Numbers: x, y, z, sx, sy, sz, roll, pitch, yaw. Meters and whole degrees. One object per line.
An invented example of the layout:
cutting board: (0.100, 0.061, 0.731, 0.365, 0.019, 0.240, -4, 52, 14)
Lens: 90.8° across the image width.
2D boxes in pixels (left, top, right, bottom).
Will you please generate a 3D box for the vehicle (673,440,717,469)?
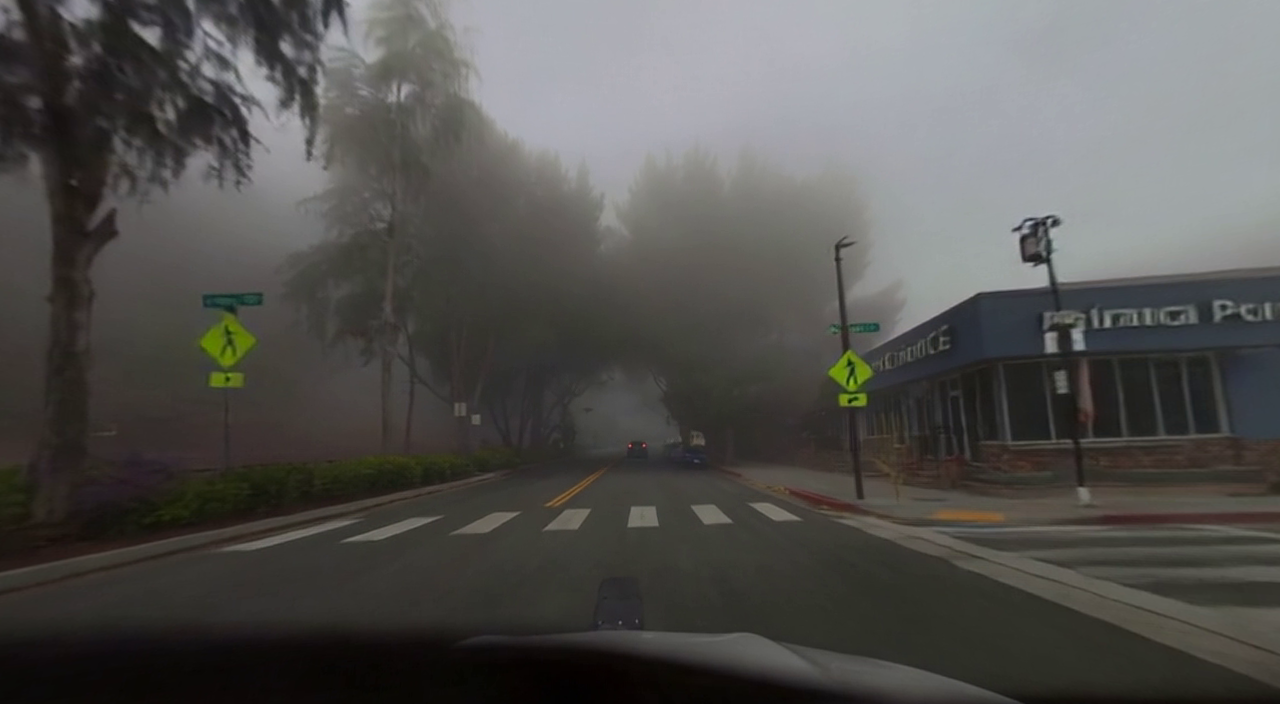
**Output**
vehicle: (3.103, 5.904, 36.484, 2.152, 1.527, 4.010, 0, -9, 0)
